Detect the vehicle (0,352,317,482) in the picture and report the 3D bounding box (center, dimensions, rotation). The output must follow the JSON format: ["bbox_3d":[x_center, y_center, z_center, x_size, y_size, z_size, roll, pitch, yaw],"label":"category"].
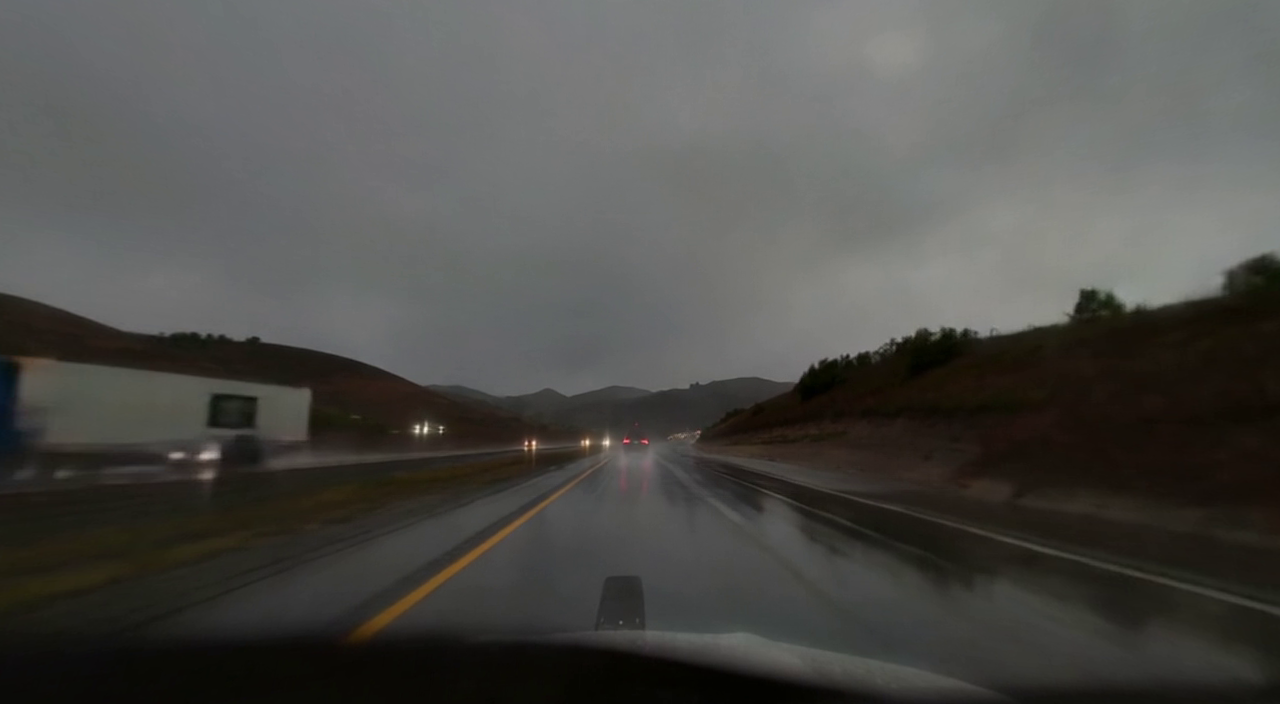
[{"bbox_3d":[-21.477,3.461,30.122,3.186,4.432,17.210,0,-9,0],"label":"vehicle"}]

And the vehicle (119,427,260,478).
[{"bbox_3d":[-17.665,3.973,25.123,2.252,1.812,4.496,0,-8,0],"label":"vehicle"}]
